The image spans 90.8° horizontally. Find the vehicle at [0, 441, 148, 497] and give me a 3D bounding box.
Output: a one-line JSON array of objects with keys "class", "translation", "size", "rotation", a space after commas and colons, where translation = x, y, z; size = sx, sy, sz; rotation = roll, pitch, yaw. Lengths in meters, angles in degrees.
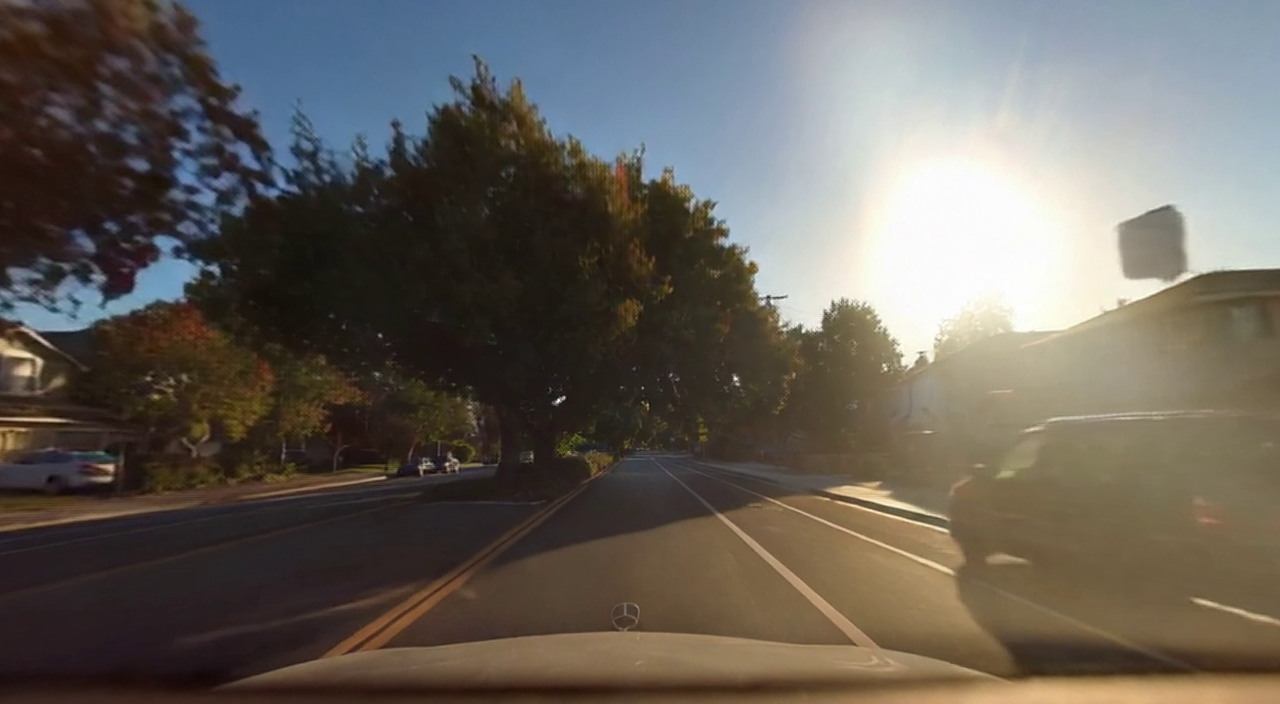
[{"class": "vehicle", "translation": [-20.863, 4.165, 22.625], "size": [4.698, 1.862, 2.116], "rotation": [-1, -9, 3]}]

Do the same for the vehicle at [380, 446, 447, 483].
[{"class": "vehicle", "translation": [-12.564, 6.241, 35.346], "size": [2.003, 1.804, 4.554], "rotation": [-1, -7, 1]}]

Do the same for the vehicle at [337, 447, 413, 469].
[{"class": "vehicle", "translation": [-20.895, 8.354, 49.895], "size": [4.971, 1.664, 2.273], "rotation": [0, -9, -1]}]

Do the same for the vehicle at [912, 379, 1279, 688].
[{"class": "vehicle", "translation": [4.814, 1.408, 6.065], "size": [2.196, 1.801, 4.778], "rotation": [0, -9, -1]}]
